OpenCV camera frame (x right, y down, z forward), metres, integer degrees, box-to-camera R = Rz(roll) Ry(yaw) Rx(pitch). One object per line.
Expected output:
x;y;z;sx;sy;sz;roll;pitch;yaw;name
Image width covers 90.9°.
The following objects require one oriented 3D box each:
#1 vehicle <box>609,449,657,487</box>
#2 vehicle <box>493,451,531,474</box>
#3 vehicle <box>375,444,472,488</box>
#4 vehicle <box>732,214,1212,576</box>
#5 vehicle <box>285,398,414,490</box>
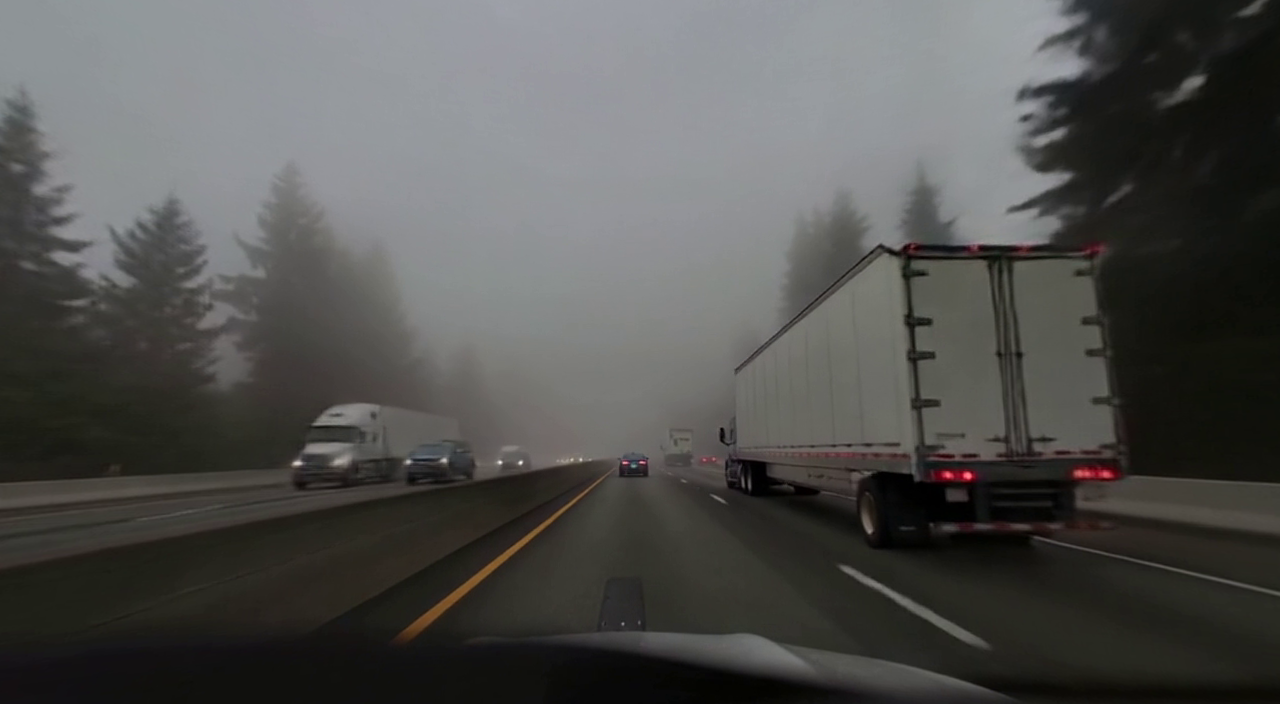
-0.299;4.915;27.015;1.939;1.495;3.612;0;-9;-1;vehicle
-8.857;7.647;43.767;1.848;1.453;3.640;0;-9;0;vehicle
-8.501;4.521;25.303;2.065;1.558;5.029;0;-9;0;vehicle
4.628;1.476;13.977;2.842;4.060;13.939;0;-9;-1;vehicle
-13.169;4.291;29.240;3.006;3.824;5.867;0;-9;0;vehicle
